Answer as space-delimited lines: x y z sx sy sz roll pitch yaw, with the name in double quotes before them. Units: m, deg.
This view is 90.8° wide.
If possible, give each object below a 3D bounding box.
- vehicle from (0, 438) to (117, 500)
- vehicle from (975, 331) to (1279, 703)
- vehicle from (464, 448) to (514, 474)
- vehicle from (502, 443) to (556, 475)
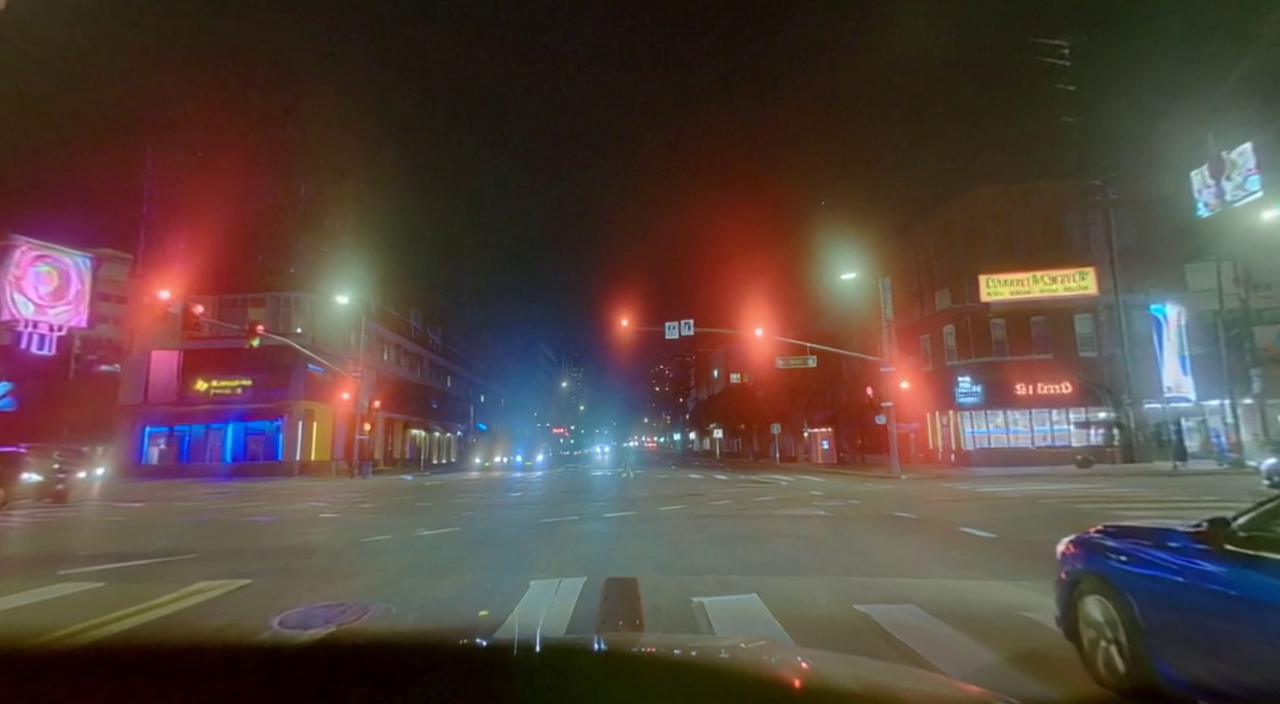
"vehicle" -20.907 3.876 21.171 5.161 1.910 2.275 -2 -9 11
"vehicle" 3.335 0.760 2.176 2.049 1.691 4.447 -1 -8 2
"vehicle" -9.433 6.819 39.811 2.106 1.505 4.228 0 -8 0
"vehicle" -6.412 6.239 37.034 2.181 1.703 4.512 -1 -8 2
